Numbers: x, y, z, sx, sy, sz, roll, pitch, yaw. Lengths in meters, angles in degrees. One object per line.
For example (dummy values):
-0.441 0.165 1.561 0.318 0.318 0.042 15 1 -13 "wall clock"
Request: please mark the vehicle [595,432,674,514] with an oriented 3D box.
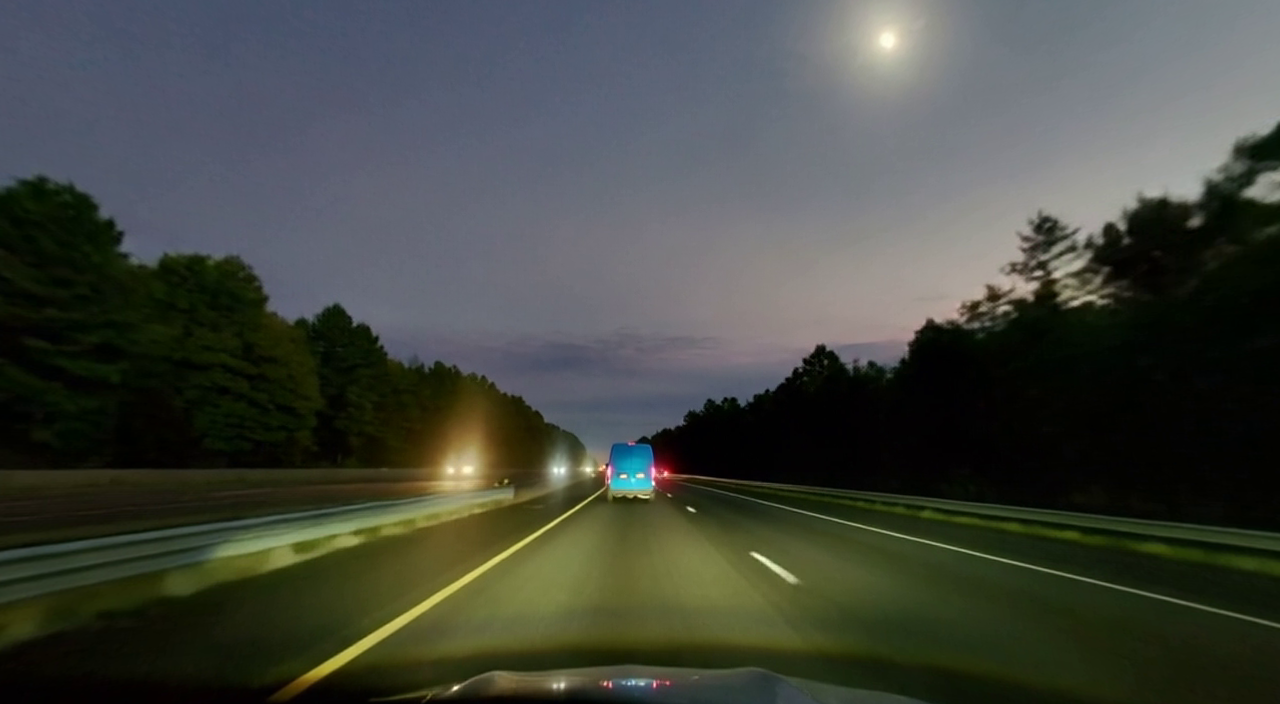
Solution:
-0.285 4.246 22.412 2.375 2.432 6.161 2 -10 -2 "vehicle"
